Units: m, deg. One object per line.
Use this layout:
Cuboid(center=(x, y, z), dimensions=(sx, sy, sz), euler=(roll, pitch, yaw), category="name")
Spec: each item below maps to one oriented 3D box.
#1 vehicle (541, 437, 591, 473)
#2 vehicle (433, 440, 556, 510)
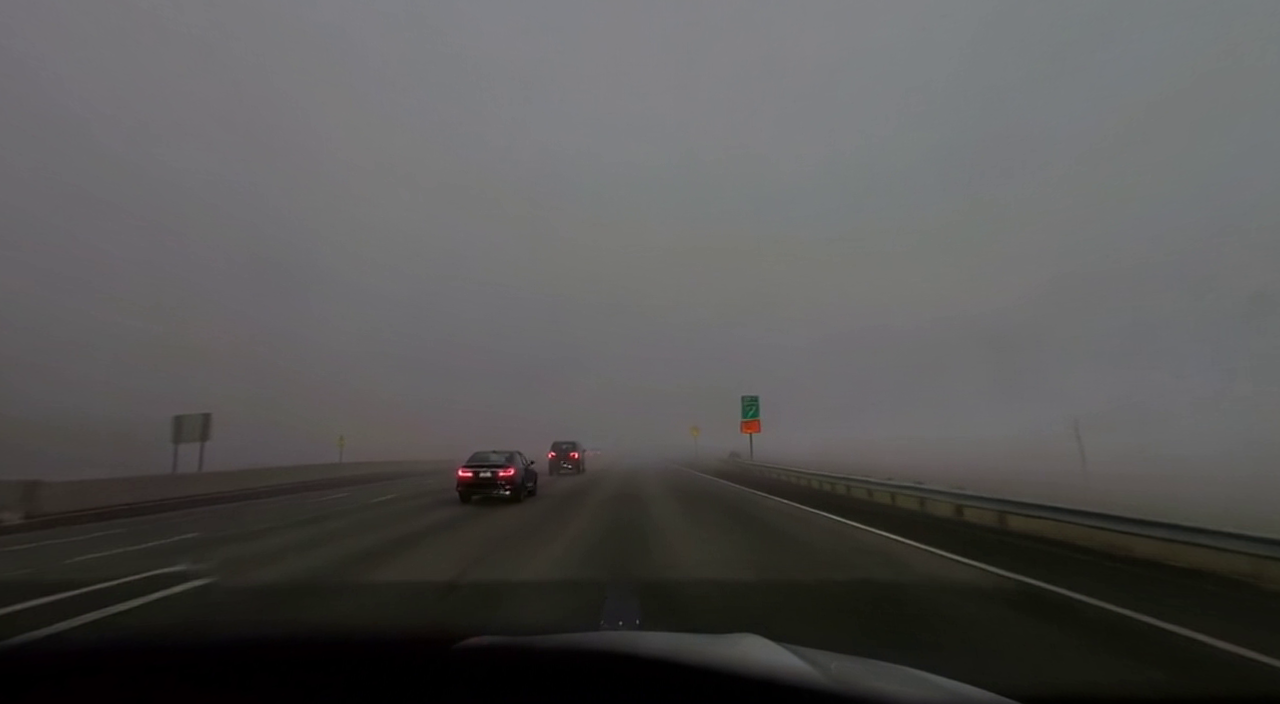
Cuboid(center=(-4.059, 5.787, 35.385), dimensions=(2.177, 1.852, 4.427), euler=(0, -9, 1), category="vehicle")
Cuboid(center=(-3.535, 3.106, 16.328), dimensions=(2.044, 1.527, 4.607), euler=(0, -9, 1), category="vehicle")
